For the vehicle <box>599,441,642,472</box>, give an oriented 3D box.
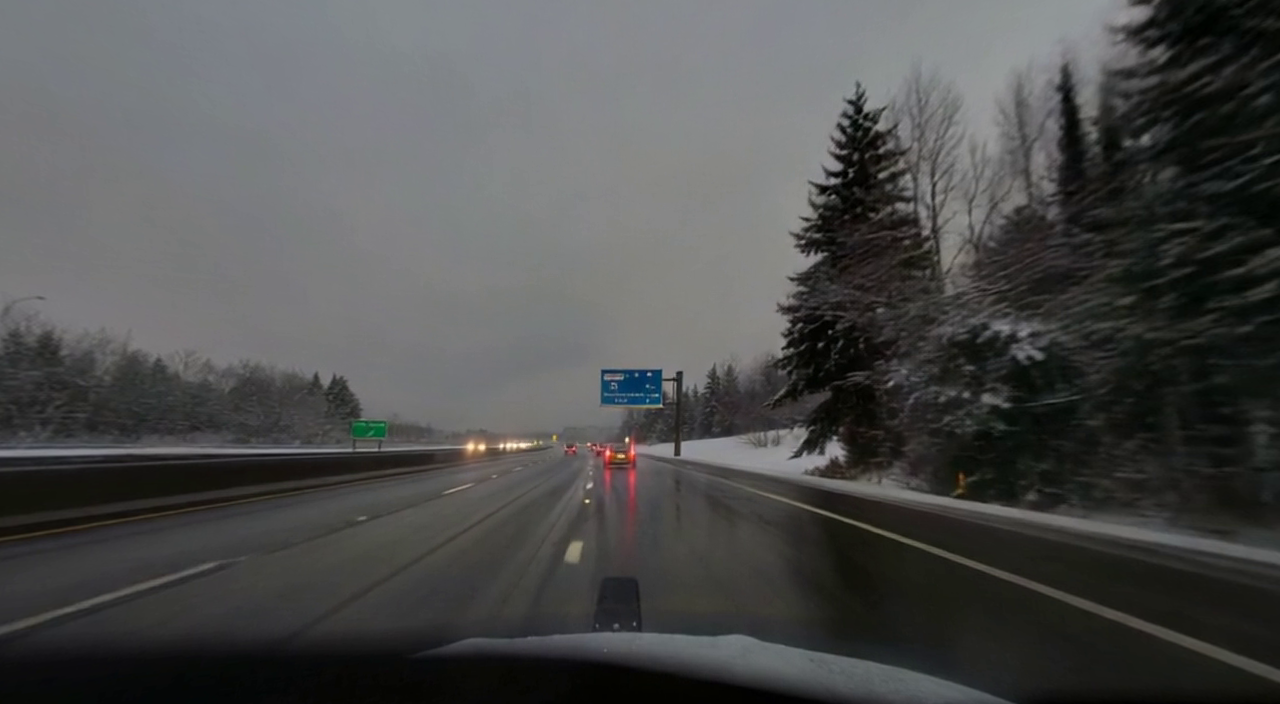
[{"bbox_3d":[-0.952,5.489,33.076,2.055,1.509,4.255,0,-9,1],"label":"vehicle"}]
